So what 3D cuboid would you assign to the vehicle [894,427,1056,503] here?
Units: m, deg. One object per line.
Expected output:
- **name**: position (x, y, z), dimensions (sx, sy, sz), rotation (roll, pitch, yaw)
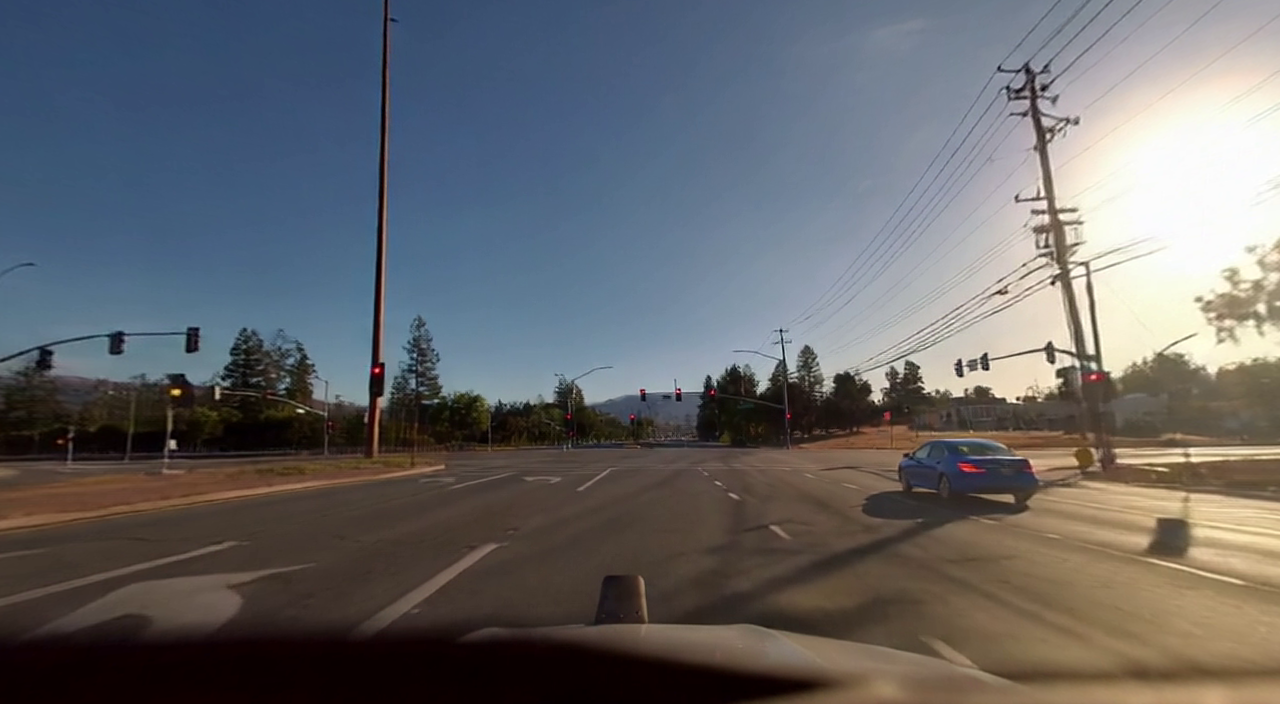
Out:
- **vehicle**: position (7.691, 2.617, 14.957), dimensions (1.797, 1.544, 3.685), rotation (0, -9, 0)
